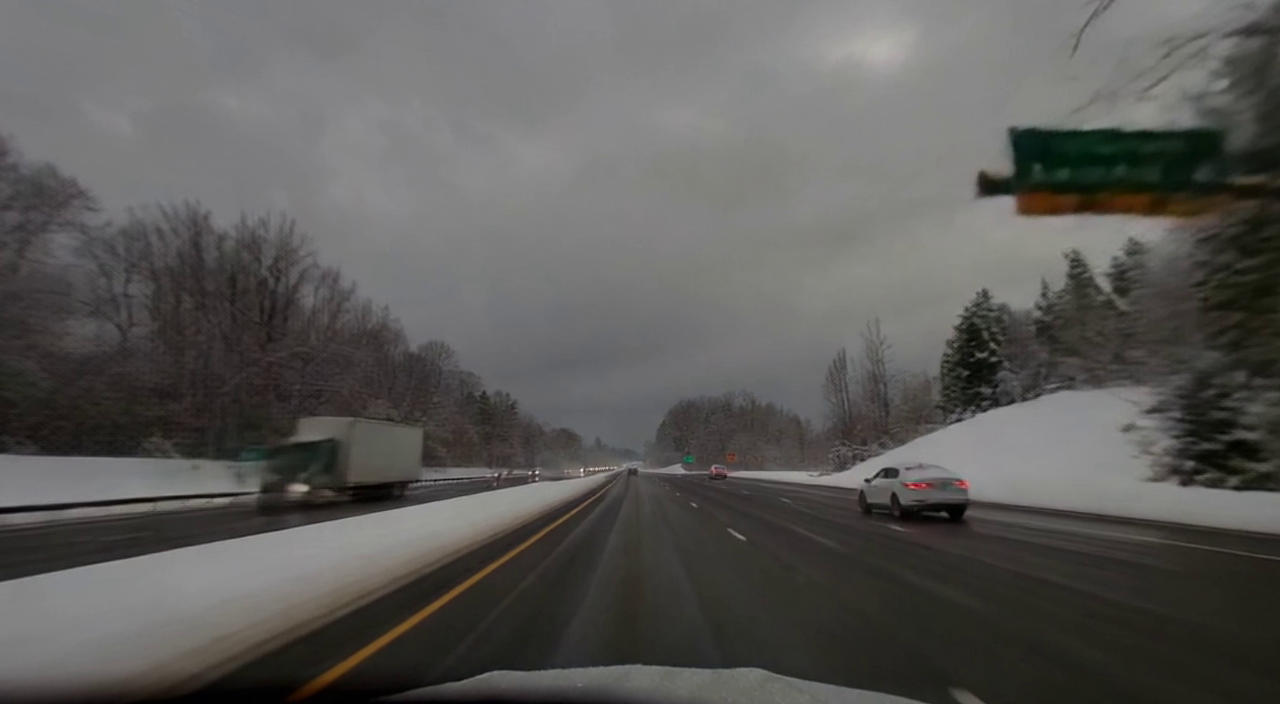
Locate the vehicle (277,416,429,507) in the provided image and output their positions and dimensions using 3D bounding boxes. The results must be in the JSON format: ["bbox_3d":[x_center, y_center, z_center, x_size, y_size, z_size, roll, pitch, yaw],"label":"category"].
[{"bbox_3d":[-13.508,5.413,30.938,3.015,3.755,9.107,1,-11,0],"label":"vehicle"}]

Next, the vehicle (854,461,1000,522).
[{"bbox_3d":[7.951,3.898,17.988,2.024,1.476,4.352,1,-11,-1],"label":"vehicle"}]
